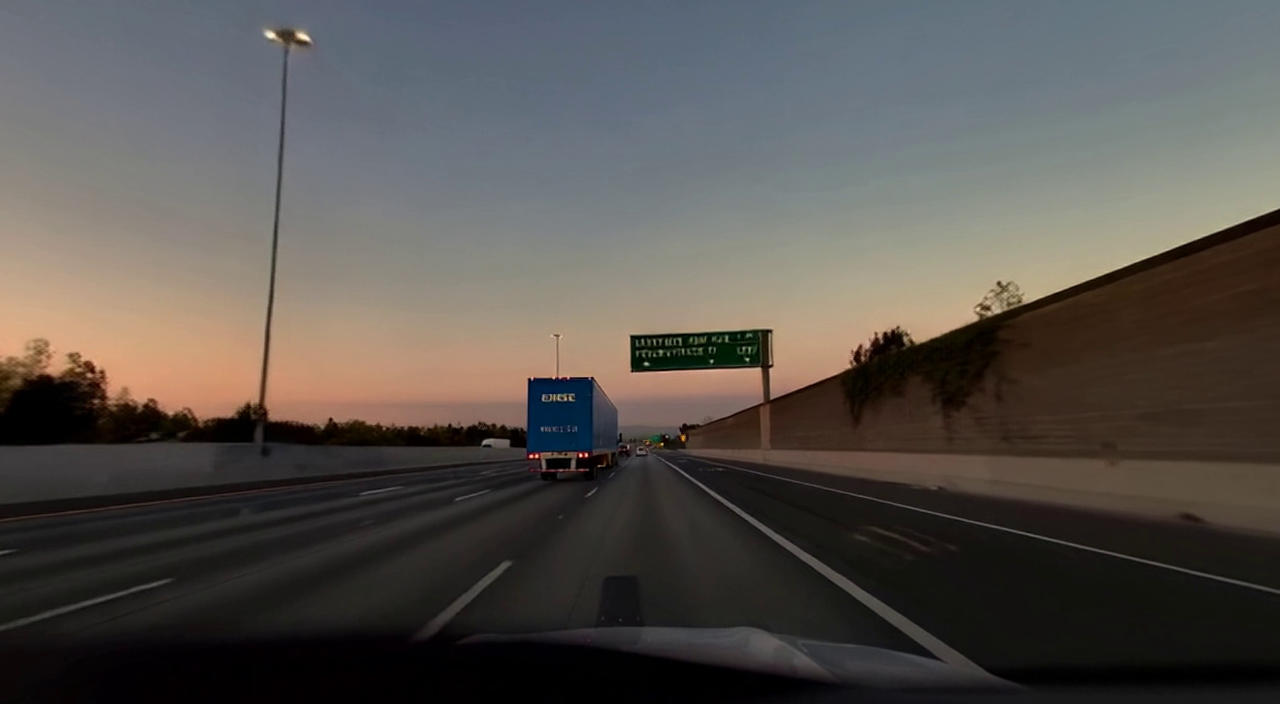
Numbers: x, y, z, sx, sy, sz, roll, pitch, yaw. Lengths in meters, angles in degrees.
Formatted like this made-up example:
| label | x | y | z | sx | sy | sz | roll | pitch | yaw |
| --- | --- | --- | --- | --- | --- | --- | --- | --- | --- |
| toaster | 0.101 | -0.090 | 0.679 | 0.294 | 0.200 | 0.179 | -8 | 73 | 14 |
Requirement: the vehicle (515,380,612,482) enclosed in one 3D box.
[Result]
| label | x | y | z | sx | sy | sz | roll | pitch | yaw |
| --- | --- | --- | --- | --- | --- | --- | --- | --- | --- |
| vehicle | -3.208 | 3.889 | 29.949 | 3.059 | 3.956 | 11.036 | 0 | -9 | 1 |
